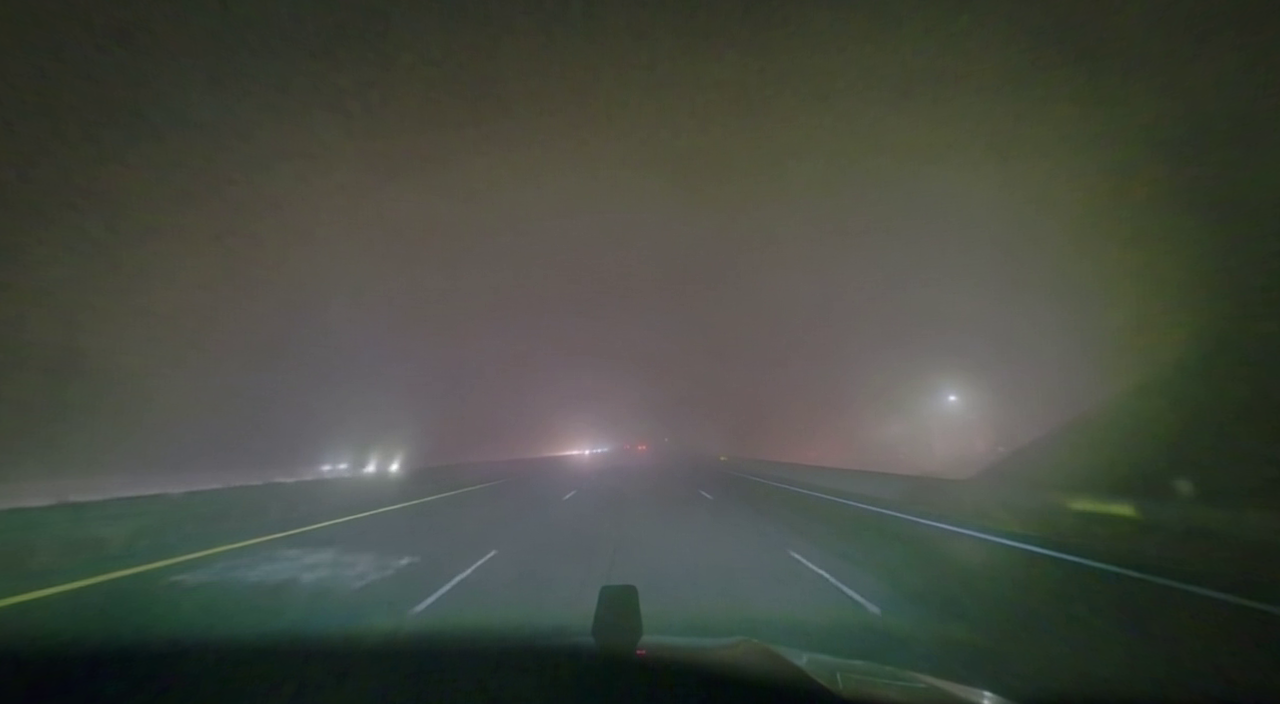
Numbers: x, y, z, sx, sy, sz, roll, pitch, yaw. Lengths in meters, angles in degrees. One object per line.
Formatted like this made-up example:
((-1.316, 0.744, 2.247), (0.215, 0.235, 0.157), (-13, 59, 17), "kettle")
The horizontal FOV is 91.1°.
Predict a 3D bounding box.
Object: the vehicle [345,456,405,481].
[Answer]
((-17.433, 7.681, 41.634), (1.924, 1.488, 4.654), (0, -9, 0), "vehicle")
